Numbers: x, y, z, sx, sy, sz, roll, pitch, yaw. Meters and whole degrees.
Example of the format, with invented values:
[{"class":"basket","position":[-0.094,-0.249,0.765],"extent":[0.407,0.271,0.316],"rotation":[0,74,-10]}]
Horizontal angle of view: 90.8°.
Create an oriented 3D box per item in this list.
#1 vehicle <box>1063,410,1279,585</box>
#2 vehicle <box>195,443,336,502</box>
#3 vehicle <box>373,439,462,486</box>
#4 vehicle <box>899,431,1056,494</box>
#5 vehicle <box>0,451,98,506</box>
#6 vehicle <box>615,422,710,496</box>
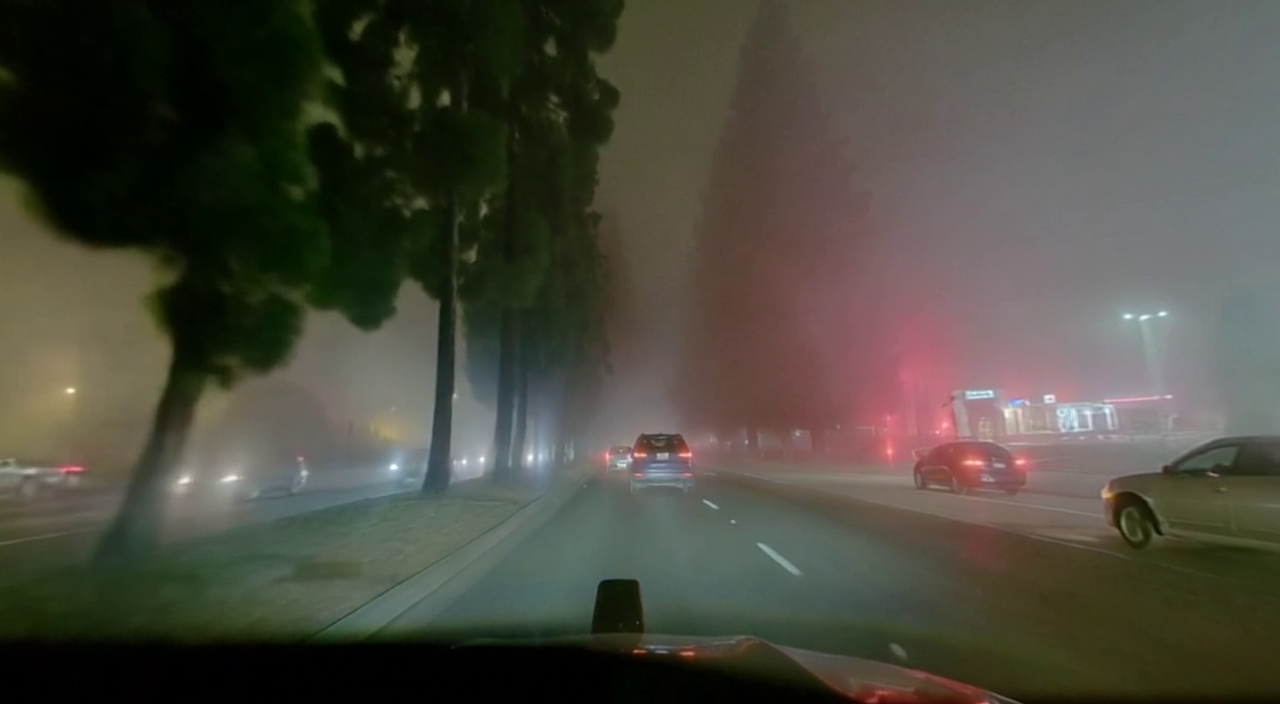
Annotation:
[{"class":"vehicle","position":[6.477,1.314,5.895],"extent":[1.994,1.488,4.313],"rotation":[0,-8,-1]},{"class":"vehicle","position":[-12.271,3.936,21.142],"extent":[2.054,1.749,4.443],"rotation":[0,-8,-1]},{"class":"vehicle","position":[-9.271,4.625,26.758],"extent":[2.104,1.778,4.520],"rotation":[0,-8,0]},{"class":"vehicle","position":[9.155,3.027,17.651],"extent":[1.894,1.517,4.419],"rotation":[0,-8,-1]},{"class":"vehicle","position":[-25.213,4.987,25.252],"extent":[5.966,1.957,2.305],"rotation":[-3,-9,16]},{"class":"vehicle","position":[0.474,3.085,18.618],"extent":[2.300,1.870,4.936],"rotation":[0,-8,-4]}]
